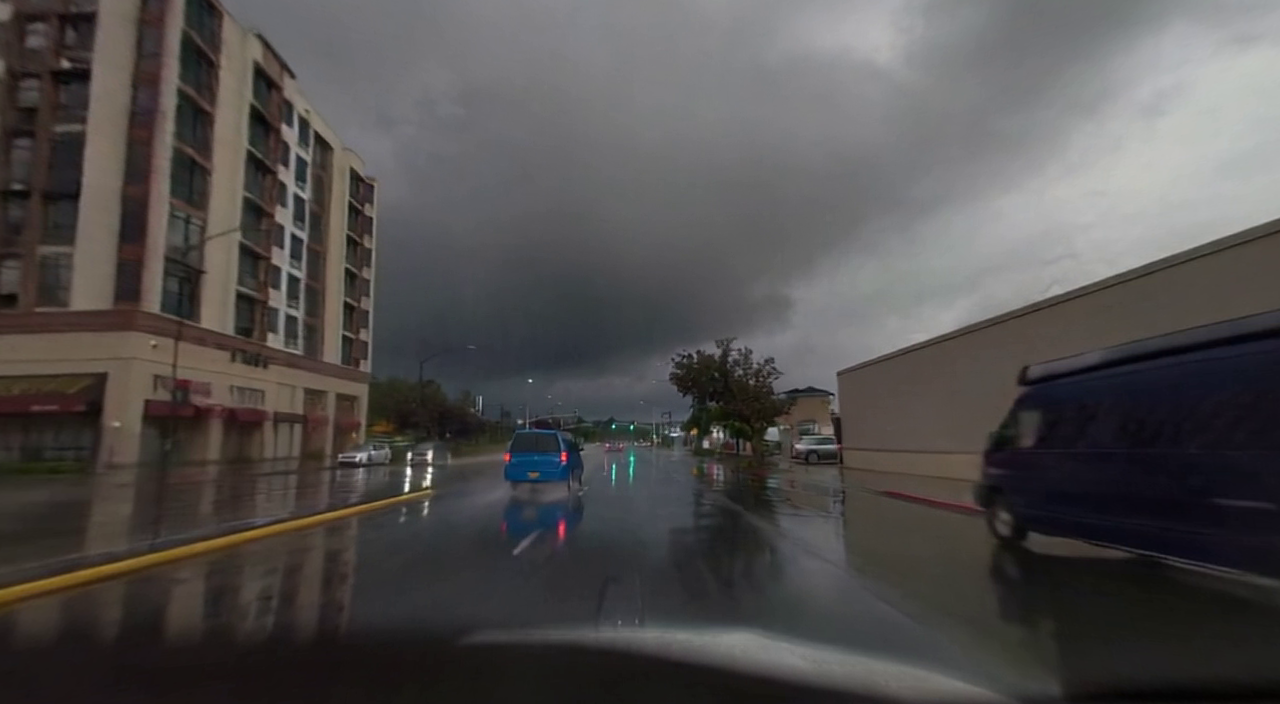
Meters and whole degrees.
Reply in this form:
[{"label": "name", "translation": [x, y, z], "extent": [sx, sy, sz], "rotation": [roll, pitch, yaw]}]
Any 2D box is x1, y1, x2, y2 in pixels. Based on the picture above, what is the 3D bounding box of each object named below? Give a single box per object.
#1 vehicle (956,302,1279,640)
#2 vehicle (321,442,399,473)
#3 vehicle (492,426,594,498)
[{"label": "vehicle", "translation": [6.300, 1.200, 6.751], "extent": [2.642, 2.582, 6.157], "rotation": [0, -8, 1]}, {"label": "vehicle", "translation": [-14.492, 5.486, 32.853], "extent": [1.909, 1.490, 4.531], "rotation": [0, -8, 1]}, {"label": "vehicle", "translation": [-2.481, 2.929, 17.089], "extent": [2.080, 1.722, 3.766], "rotation": [0, -8, 1]}]
